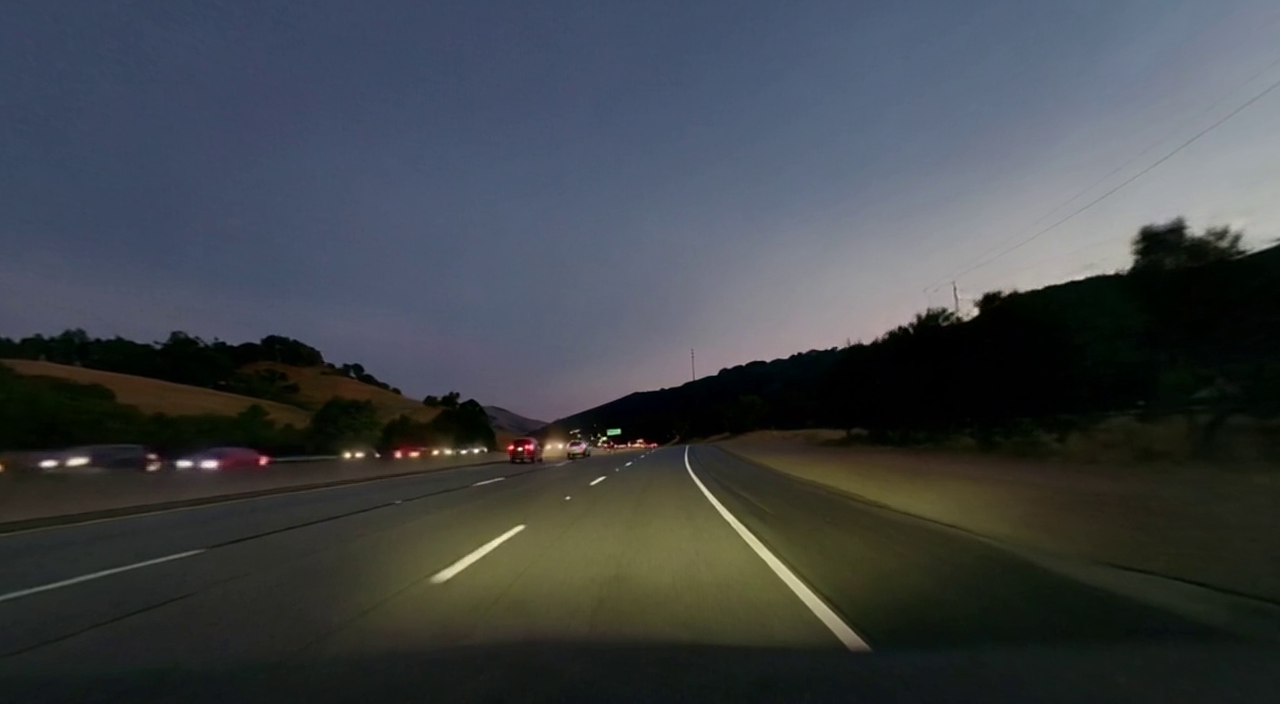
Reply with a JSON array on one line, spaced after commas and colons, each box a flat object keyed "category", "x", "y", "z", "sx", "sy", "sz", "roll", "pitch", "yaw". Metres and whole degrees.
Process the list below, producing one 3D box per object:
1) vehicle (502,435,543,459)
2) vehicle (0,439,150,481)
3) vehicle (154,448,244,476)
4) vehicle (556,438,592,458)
[{"category": "vehicle", "x": -8.970, "y": 7.307, "z": 48.275, "sx": 2.063, "sy": 1.743, "sz": 4.392, "roll": -1, "pitch": -9, "yaw": 4}, {"category": "vehicle", "x": -28.070, "y": 5.347, "z": 31.504, "sx": 2.245, "sy": 1.893, "sz": 5.358, "roll": -1, "pitch": -9, "yaw": 5}, {"category": "vehicle", "x": -23.973, "y": 5.950, "z": 34.286, "sx": 1.870, "sy": 1.430, "sz": 3.896, "roll": -1, "pitch": -8, "yaw": 5}, {"category": "vehicle", "x": -5.179, "y": 7.613, "z": 49.816, "sx": 2.010, "sy": 1.489, "sz": 4.456, "roll": -1, "pitch": -9, "yaw": 5}]
